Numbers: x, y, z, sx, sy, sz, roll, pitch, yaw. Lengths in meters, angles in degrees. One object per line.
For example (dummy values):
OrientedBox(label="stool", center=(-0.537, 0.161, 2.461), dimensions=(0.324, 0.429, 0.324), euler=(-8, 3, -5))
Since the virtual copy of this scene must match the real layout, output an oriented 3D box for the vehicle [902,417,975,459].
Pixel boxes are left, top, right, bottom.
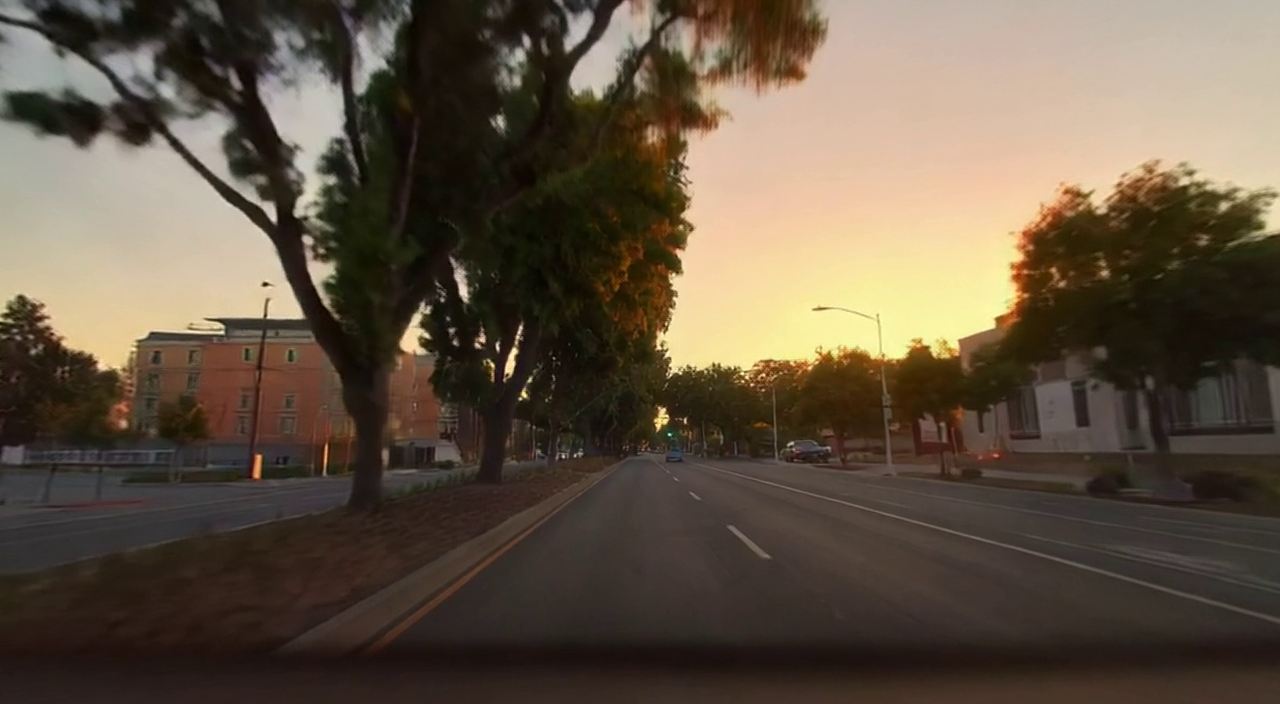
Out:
OrientedBox(label="vehicle", center=(21.824, 6.355, 46.565), dimensions=(2.400, 2.851, 5.992), euler=(0, -8, 0))
